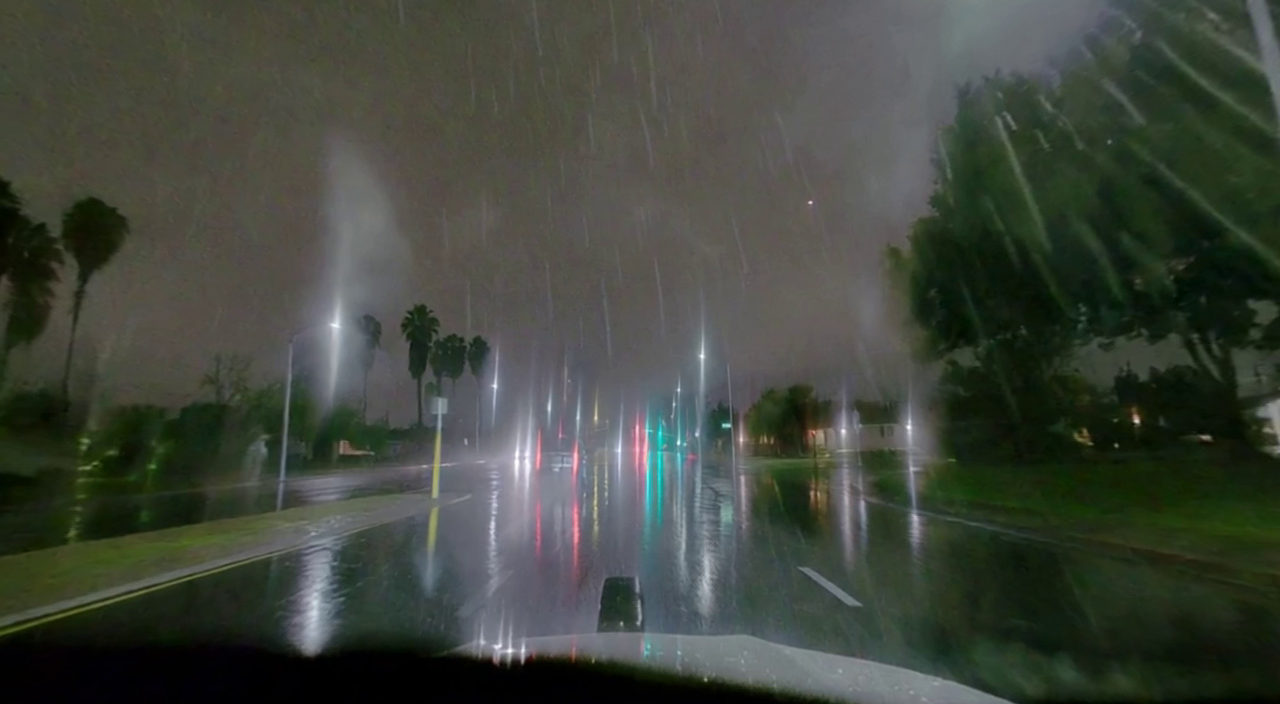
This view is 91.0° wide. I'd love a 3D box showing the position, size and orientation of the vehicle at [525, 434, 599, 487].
[{"bbox_3d":[-3.128,4.531,26.612,2.370,1.968,5.698,0,-9,1],"label":"vehicle"}]
